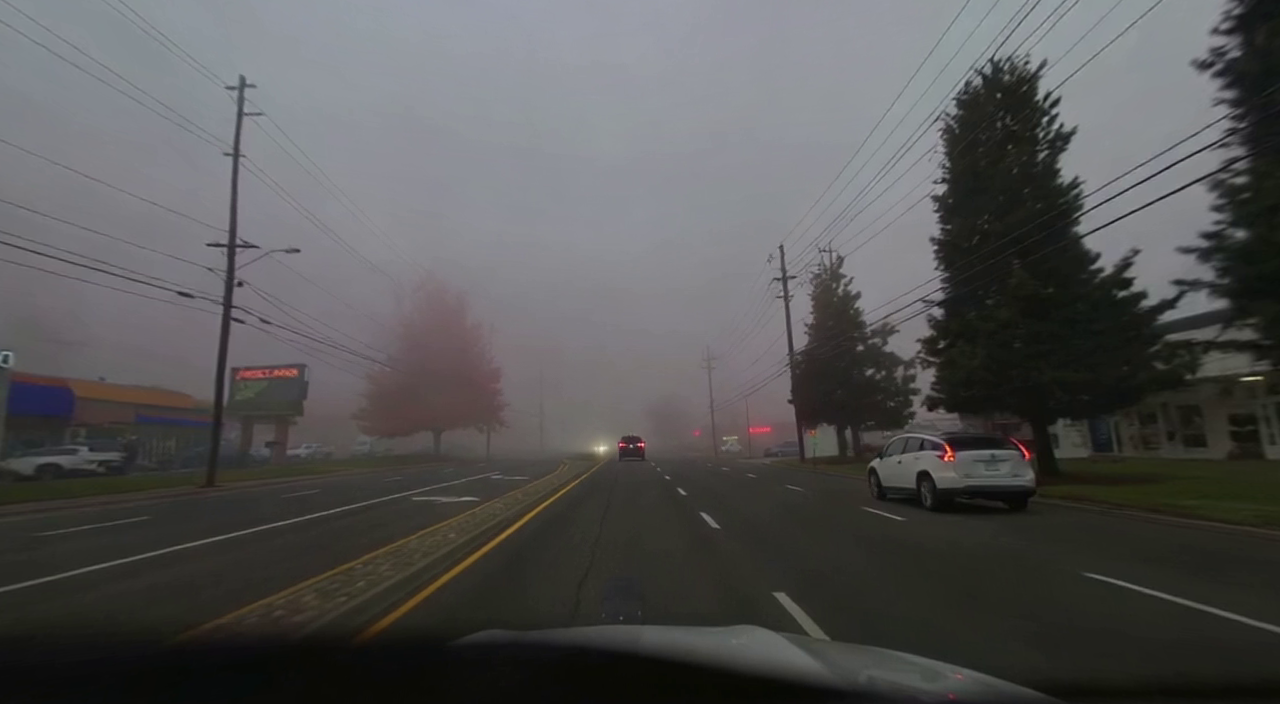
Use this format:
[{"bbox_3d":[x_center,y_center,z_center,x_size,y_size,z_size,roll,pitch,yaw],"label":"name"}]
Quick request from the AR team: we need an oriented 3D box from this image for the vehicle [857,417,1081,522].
[{"bbox_3d":[6.206,2.262,12.678,1.995,1.705,4.434,0,-8,-1],"label":"vehicle"}]

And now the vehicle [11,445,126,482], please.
[{"bbox_3d":[-30.824,5.991,34.341,1.979,1.855,5.380,1,-9,-11],"label":"vehicle"}]
